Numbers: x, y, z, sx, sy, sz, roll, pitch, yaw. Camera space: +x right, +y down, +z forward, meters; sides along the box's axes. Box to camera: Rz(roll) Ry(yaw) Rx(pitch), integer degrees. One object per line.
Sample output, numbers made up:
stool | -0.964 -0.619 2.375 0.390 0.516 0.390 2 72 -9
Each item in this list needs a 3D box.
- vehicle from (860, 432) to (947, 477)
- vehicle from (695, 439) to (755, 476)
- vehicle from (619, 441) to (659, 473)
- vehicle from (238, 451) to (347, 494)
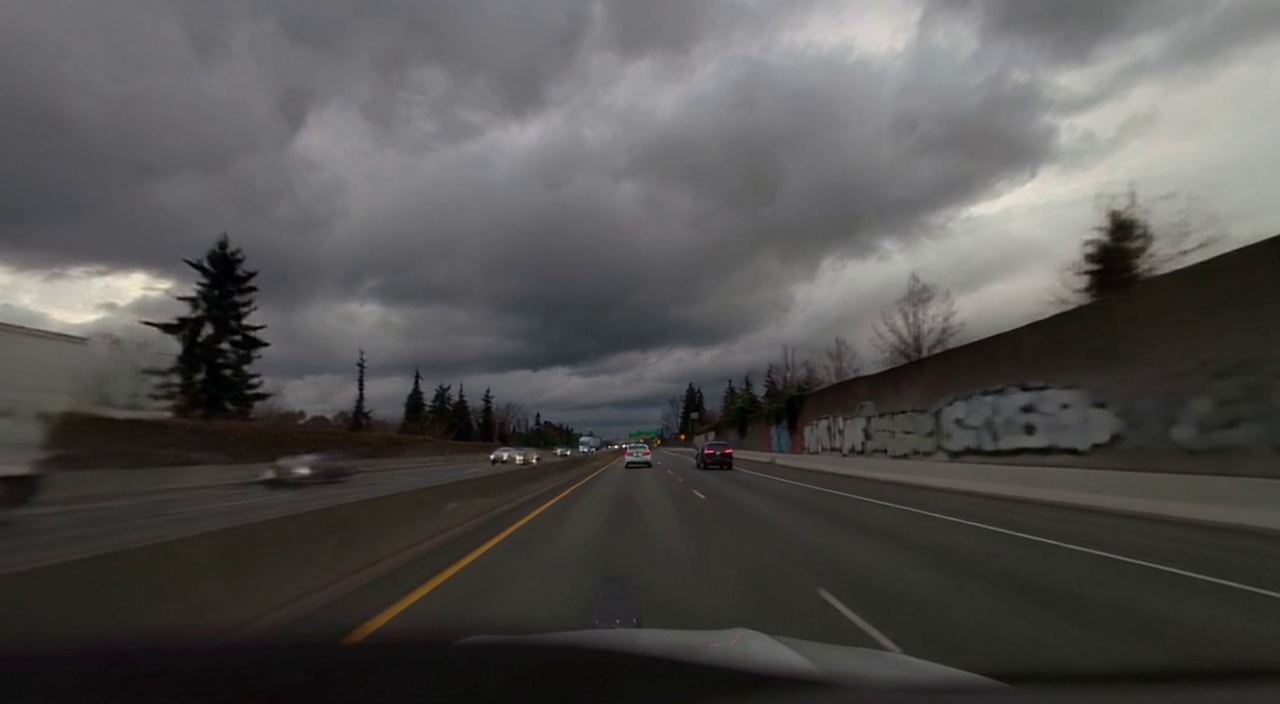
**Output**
vehicle | 10.310 4.044 24.866 1.797 1.588 3.848 -1 -9 1
vehicle | 4.057 5.119 30.619 2.303 1.614 4.154 -1 -9 0
vehicle | -0.079 5.836 35.079 2.095 1.671 4.219 0 -9 -1
vehicle | -13.884 4.807 25.408 1.853 1.494 4.518 0 -9 -1
